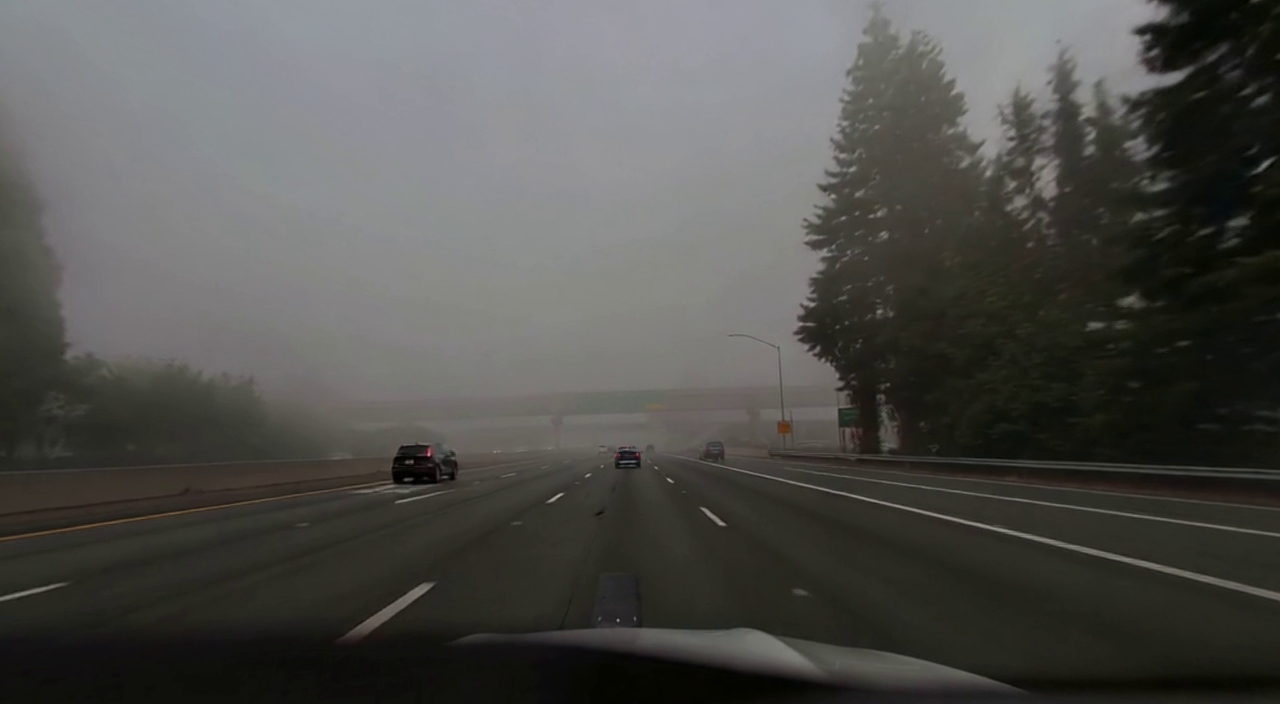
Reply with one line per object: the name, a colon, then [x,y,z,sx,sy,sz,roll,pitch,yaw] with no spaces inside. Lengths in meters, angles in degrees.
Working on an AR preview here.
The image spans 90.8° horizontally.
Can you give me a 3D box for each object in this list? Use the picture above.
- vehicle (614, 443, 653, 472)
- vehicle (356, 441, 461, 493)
vehicle: [-0.425,5.728,34.540,2.012,1.471,4.059,0,-8,-2]
vehicle: [-7.611,3.798,21.278,1.957,1.554,4.350,0,-8,-1]
